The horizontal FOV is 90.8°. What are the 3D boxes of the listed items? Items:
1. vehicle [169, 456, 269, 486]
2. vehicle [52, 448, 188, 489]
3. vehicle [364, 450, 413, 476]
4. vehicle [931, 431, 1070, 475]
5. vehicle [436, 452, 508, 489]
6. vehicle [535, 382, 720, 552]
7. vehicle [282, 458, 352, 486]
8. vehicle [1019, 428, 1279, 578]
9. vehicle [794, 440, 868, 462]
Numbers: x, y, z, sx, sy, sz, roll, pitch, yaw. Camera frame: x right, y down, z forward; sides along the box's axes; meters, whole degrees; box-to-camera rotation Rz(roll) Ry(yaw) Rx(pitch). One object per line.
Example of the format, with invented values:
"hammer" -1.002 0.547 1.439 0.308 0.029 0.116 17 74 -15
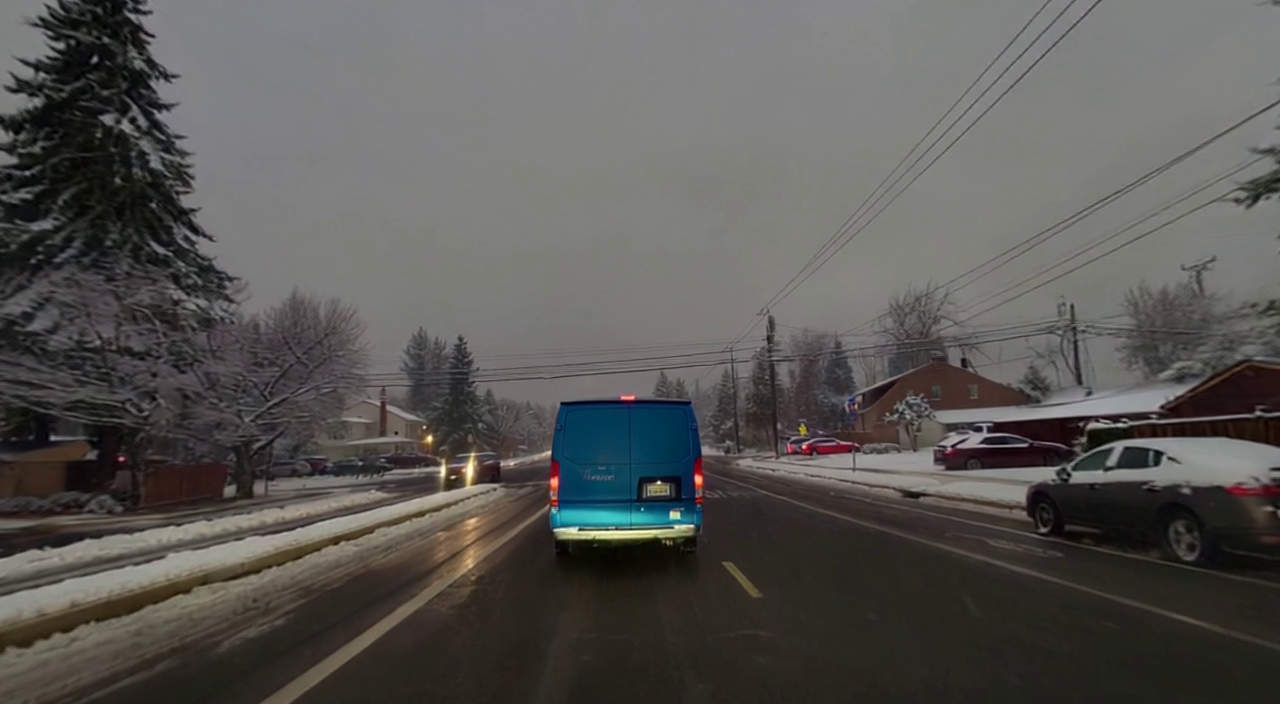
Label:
"vehicle" -27.404 7.736 41.214 4.972 1.776 2.057 0 -9 -1
"vehicle" -26.900 6.021 32.833 5.026 2.017 2.215 0 -9 -1
"vehicle" -18.002 7.922 45.379 1.841 1.769 4.105 0 -9 0
"vehicle" 13.128 3.700 23.199 3.916 1.517 1.887 0 -9 -1
"vehicle" -7.447 5.301 28.506 1.962 1.481 4.434 0 -9 1
"vehicle" -0.309 1.824 10.539 2.342 2.142 4.809 0 -9 -4
"vehicle" -18.449 6.857 36.280 1.816 1.445 4.120 0 -9 0
"vehicle" 7.348 1.825 8.352 1.883 1.504 4.220 0 -9 -3
"vehicle" 13.090 6.805 43.448 4.483 1.463 1.805 0 -9 -1
